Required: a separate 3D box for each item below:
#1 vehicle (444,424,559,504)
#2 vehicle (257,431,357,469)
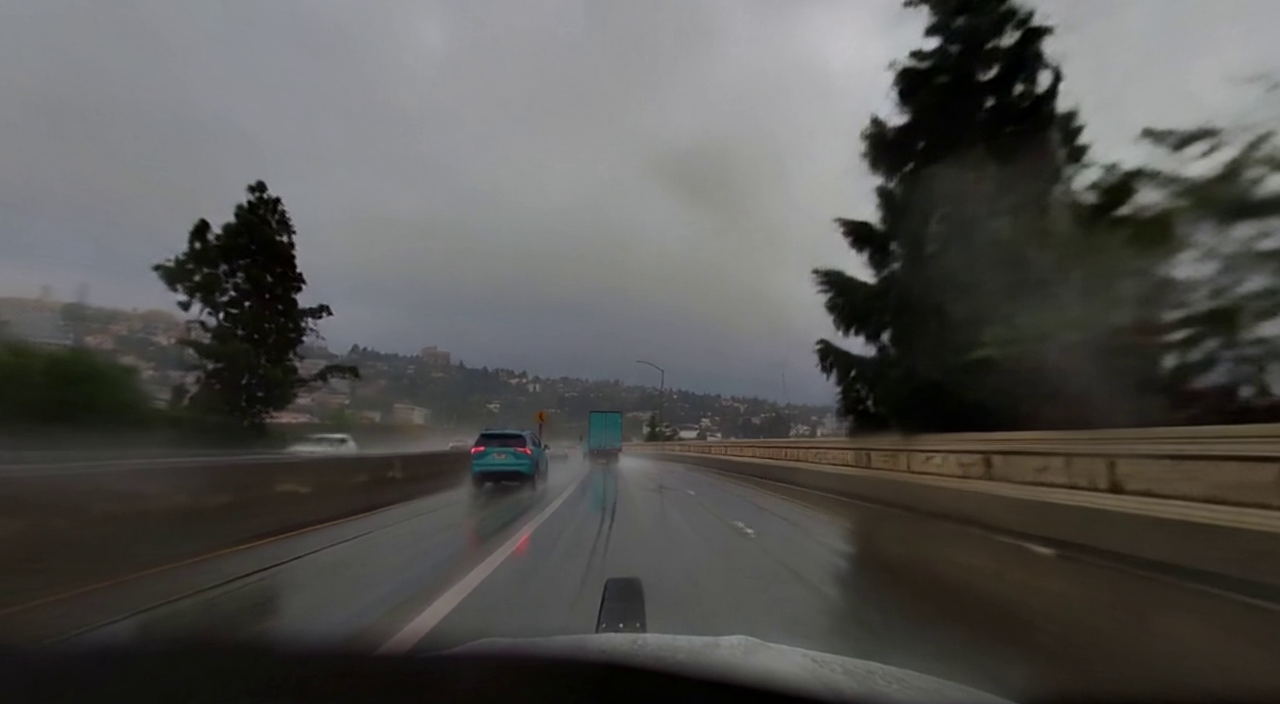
[{"bbox_3d":[-3.351,2.813,16.187,2.041,1.734,4.391,0,-9,-1],"label":"vehicle"},{"bbox_3d":[-14.251,4.246,27.305,1.938,1.503,4.661,1,-9,-2],"label":"vehicle"}]
